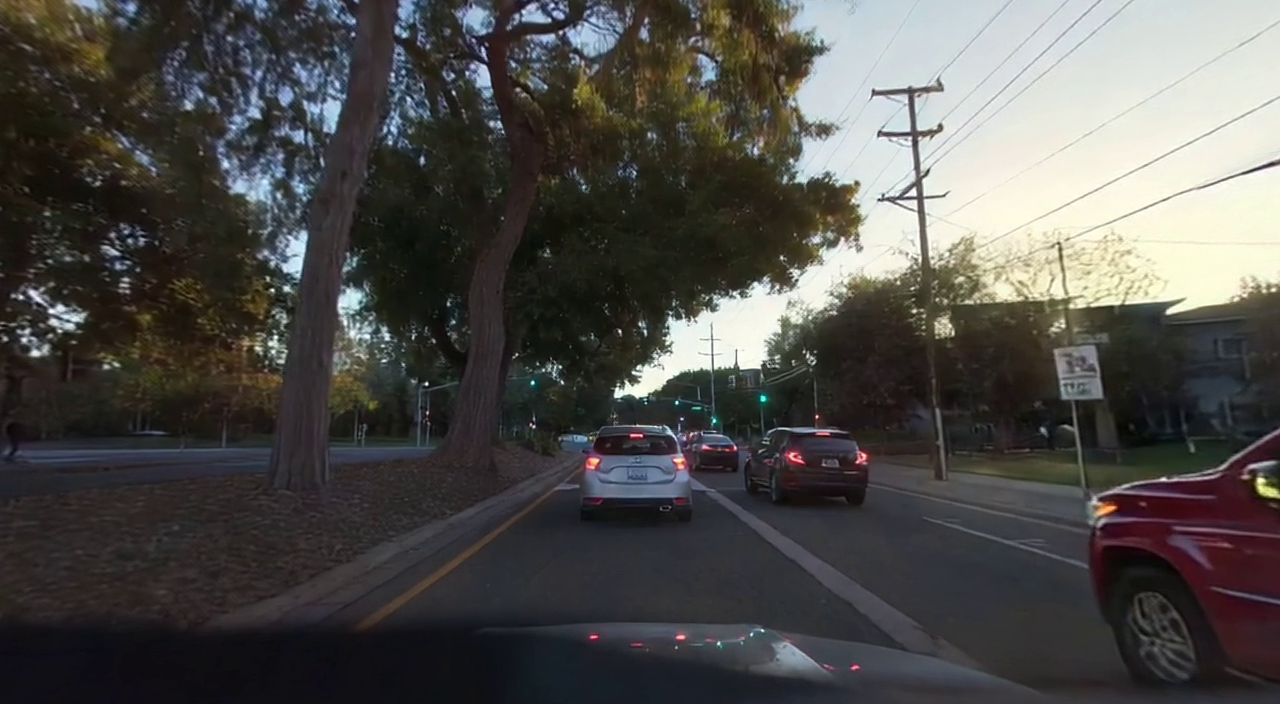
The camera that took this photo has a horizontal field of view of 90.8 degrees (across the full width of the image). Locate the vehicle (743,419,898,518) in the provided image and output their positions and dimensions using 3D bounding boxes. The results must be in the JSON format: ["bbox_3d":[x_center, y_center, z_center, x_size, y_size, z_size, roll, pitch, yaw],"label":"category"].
[{"bbox_3d":[3.373,2.249,12.622,1.923,1.653,3.703,0,-8,-1],"label":"vehicle"}]

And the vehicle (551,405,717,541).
[{"bbox_3d":[-0.117,1.873,10.363,2.163,1.746,4.073,0,-8,-1],"label":"vehicle"}]

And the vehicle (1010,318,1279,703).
[{"bbox_3d":[3.819,0.681,1.962,2.254,1.840,4.918,0,-8,-1],"label":"vehicle"}]
